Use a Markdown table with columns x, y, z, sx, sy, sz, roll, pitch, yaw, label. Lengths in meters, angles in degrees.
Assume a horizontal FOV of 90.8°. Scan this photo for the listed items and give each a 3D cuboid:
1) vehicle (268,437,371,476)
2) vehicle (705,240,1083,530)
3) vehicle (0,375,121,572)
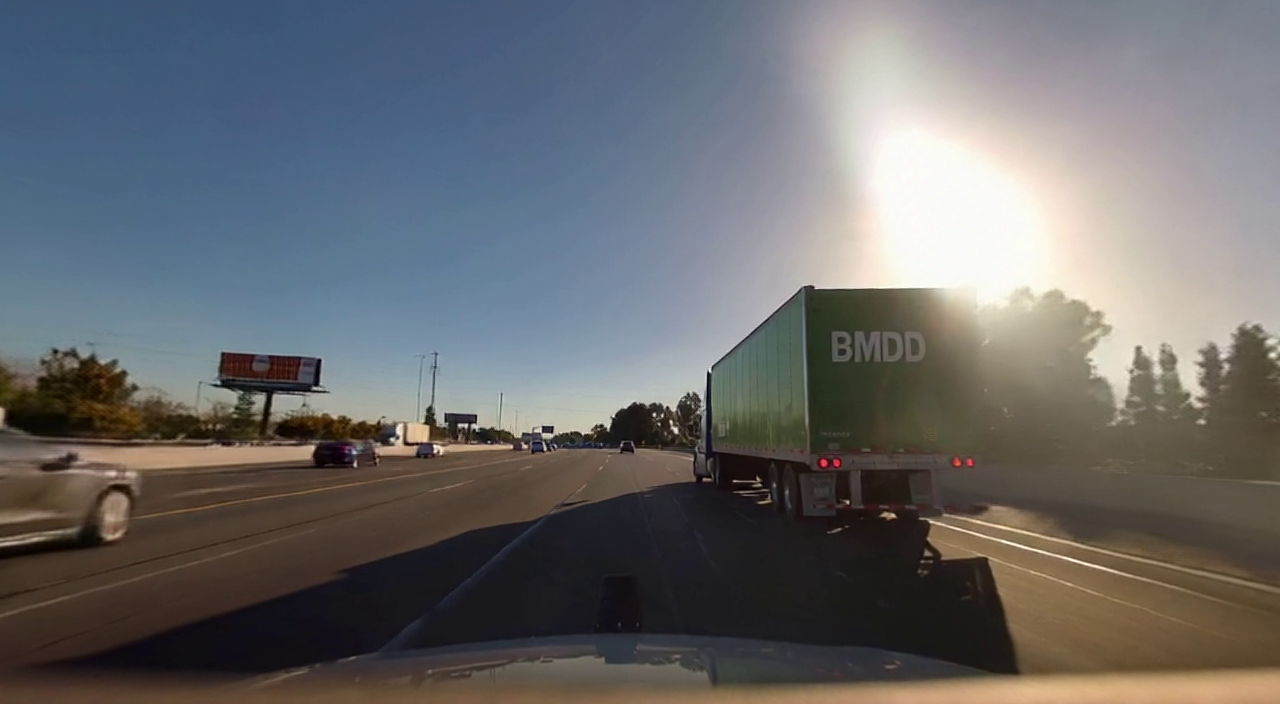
| x | y | z | sx | sy | sz | roll | pitch | yaw | label |
| --- | --- | --- | --- | --- | --- | --- | --- | --- | --- |
| -14.610 | 4.768 | 29.215 | 1.970 | 1.618 | 5.364 | 0 | -8 | 0 | vehicle |
| 4.153 | 1.492 | 16.051 | 2.891 | 3.944 | 15.051 | 0 | -8 | -2 | vehicle |
| -7.323 | 1.008 | 4.936 | 2.100 | 1.905 | 5.119 | 0 | -8 | 0 | vehicle |
